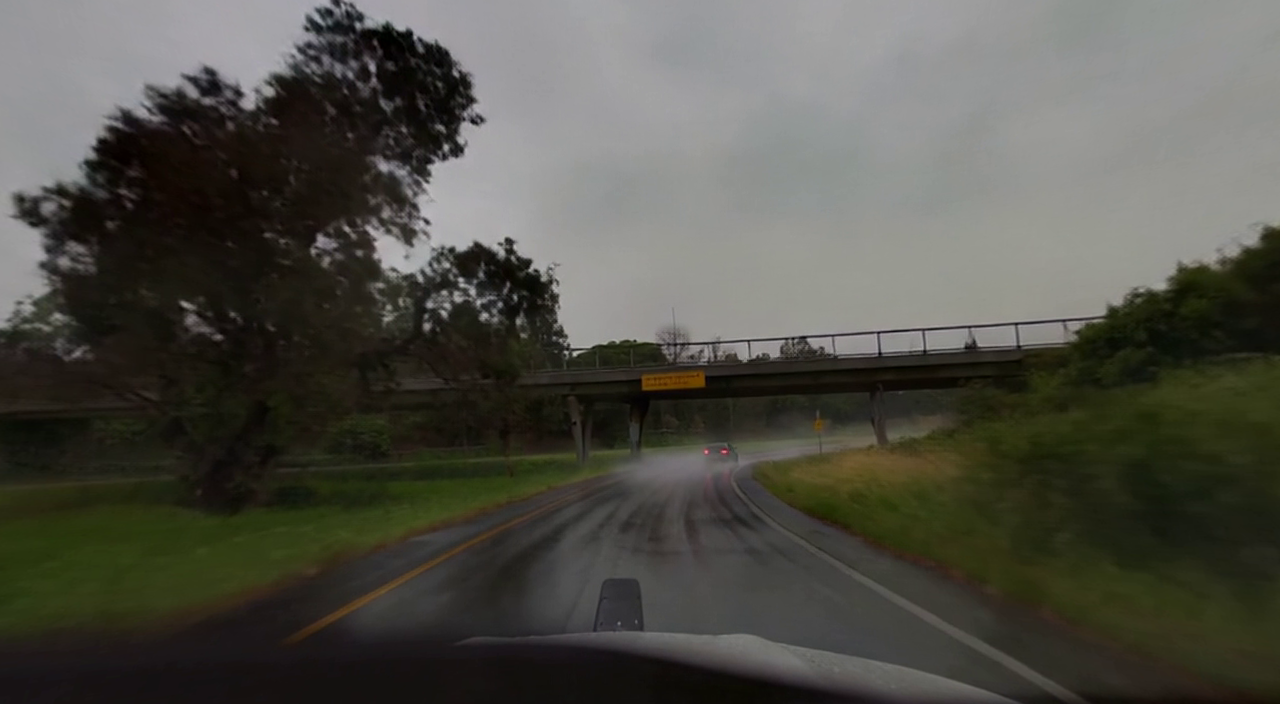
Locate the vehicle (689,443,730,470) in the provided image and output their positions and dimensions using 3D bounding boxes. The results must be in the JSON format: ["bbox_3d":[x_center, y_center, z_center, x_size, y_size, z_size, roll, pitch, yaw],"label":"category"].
[{"bbox_3d":[4.053,6.007,36.230,1.980,1.449,3.650,-2,-9,11],"label":"vehicle"}]
